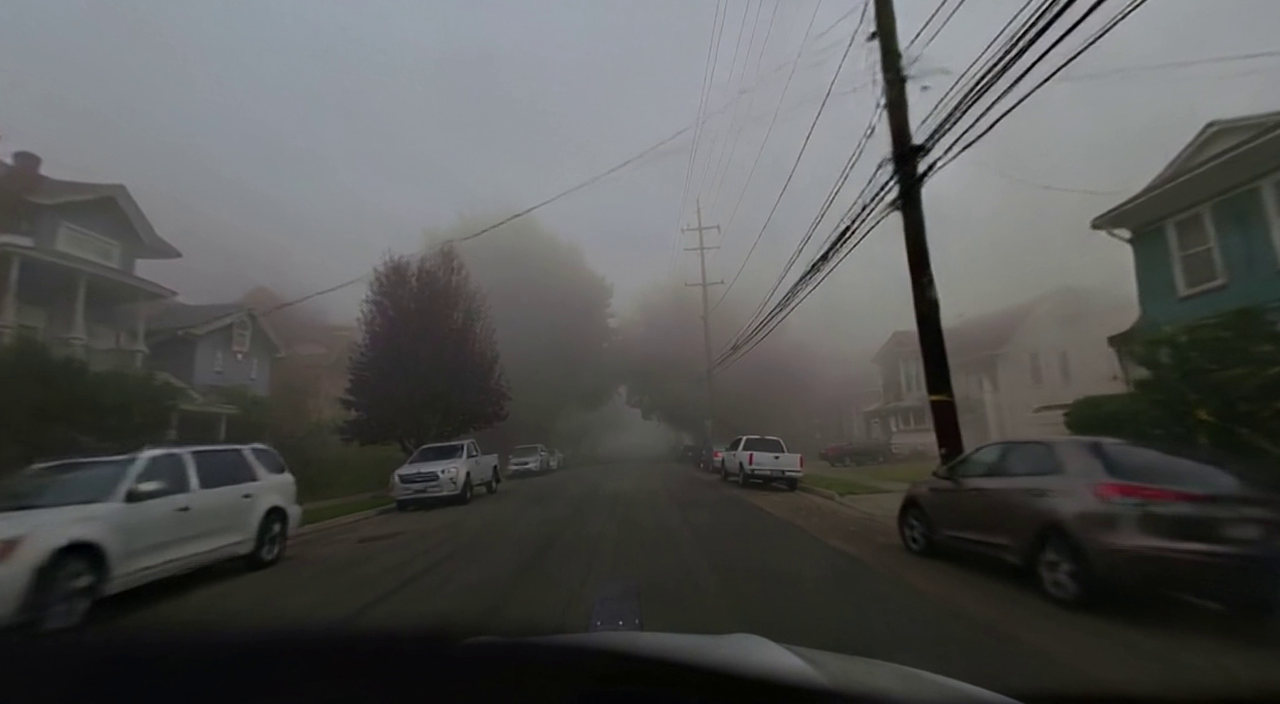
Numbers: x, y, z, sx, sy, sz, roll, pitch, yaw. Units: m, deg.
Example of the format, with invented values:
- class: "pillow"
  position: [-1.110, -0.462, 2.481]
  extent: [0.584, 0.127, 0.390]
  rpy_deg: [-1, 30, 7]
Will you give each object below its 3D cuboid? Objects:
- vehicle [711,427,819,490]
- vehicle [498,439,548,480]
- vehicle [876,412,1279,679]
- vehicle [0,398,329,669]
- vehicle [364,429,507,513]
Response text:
- class: "vehicle"
  position: [4.018, 3.551, 21.476]
  extent: [2.279, 1.848, 5.577]
  rpy_deg: [0, -8, -3]
- class: "vehicle"
  position: [-5.895, 5.430, 32.369]
  extent: [2.046, 1.825, 4.627]
  rpy_deg: [-3, -7, -6]
- class: "vehicle"
  position: [4.226, 1.435, 5.989]
  extent: [2.051, 1.479, 4.758]
  rpy_deg: [0, -8, -1]
- class: "vehicle"
  position: [-5.428, 1.592, 6.514]
  extent: [1.955, 1.844, 5.109]
  rpy_deg: [-3, -8, -1]
- class: "vehicle"
  position: [-5.601, 3.303, 18.283]
  extent: [2.285, 1.895, 5.883]
  rpy_deg: [-3, -8, -1]
